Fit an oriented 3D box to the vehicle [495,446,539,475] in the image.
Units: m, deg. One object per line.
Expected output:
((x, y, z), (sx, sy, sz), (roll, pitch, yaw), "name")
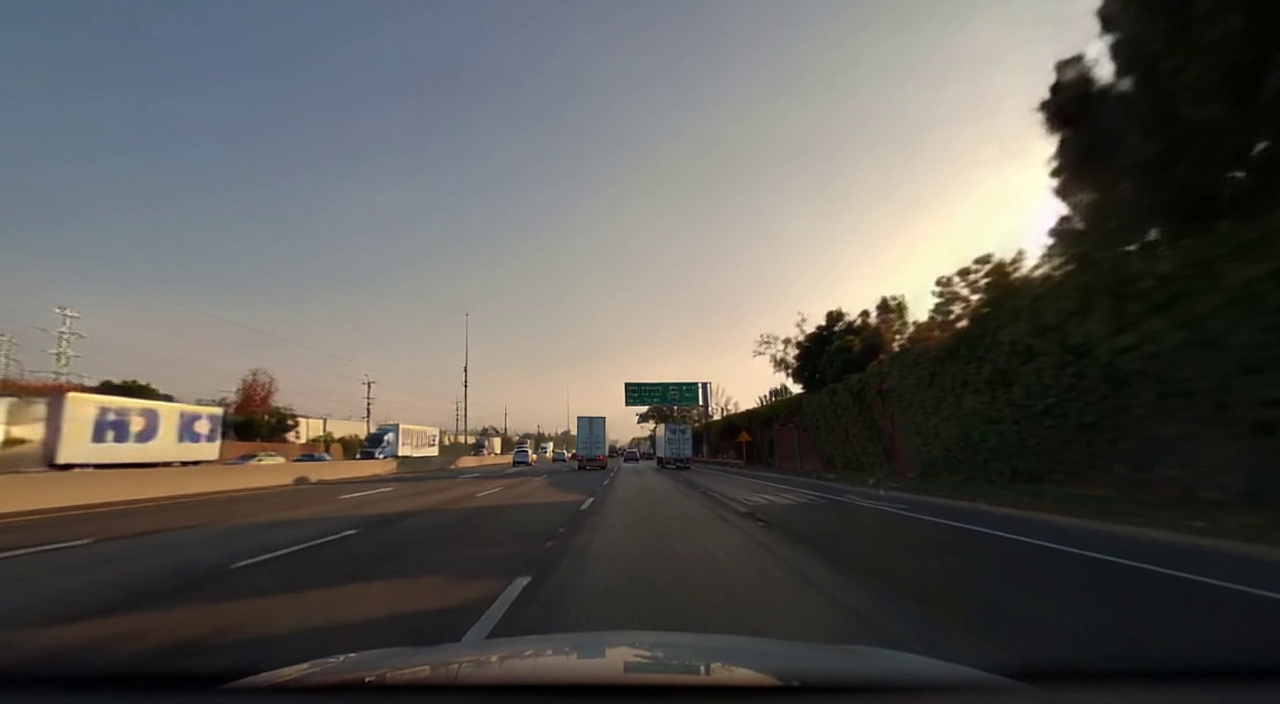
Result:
((-7.641, 6.771, 39.752), (2.132, 1.679, 4.045), (0, -9, -3), "vehicle")

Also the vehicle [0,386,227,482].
((-23.016, 3.760, 28.193), (2.915, 3.535, 9.511), (0, -9, -2), "vehicle")
